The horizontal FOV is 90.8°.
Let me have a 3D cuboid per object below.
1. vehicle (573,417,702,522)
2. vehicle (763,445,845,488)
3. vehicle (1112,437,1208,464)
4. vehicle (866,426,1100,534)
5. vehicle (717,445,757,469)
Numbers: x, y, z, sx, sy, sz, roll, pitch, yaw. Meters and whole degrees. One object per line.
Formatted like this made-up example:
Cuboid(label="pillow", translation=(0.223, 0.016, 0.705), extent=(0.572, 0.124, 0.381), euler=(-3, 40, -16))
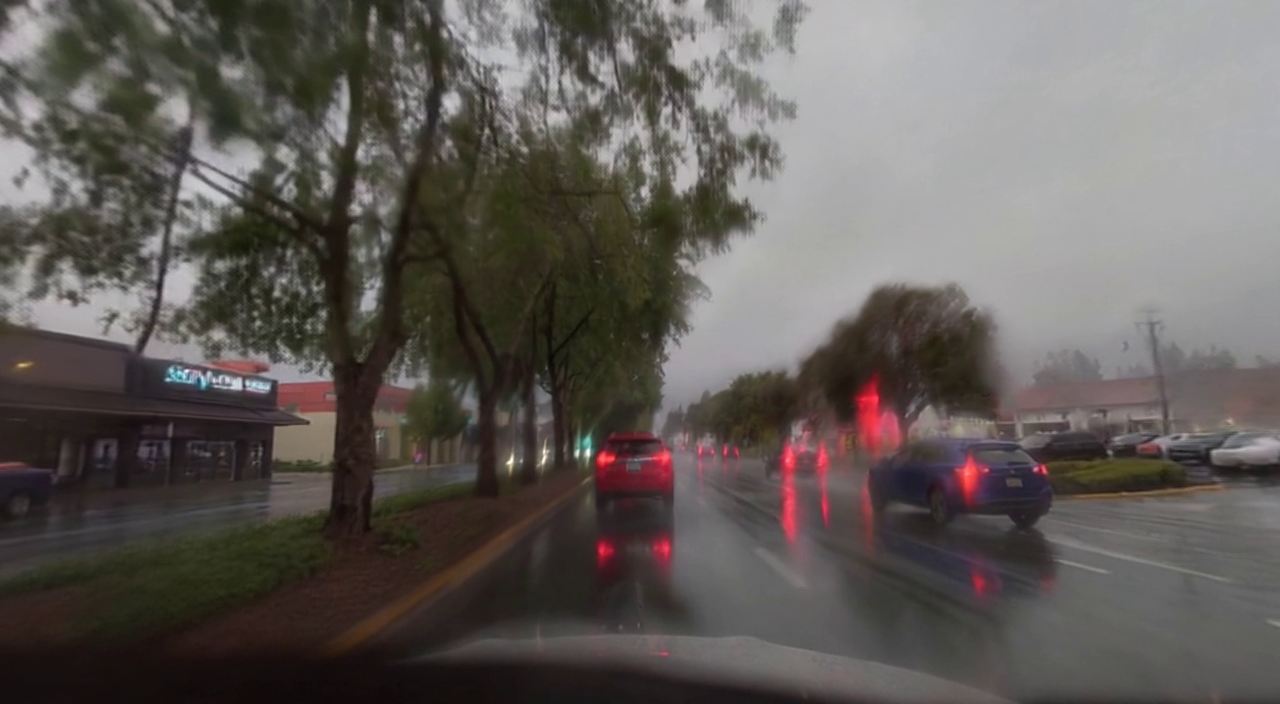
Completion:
Cuboid(label="vehicle", translation=(-0.054, 2.447, 13.612), extent=(2.320, 1.880, 4.192), euler=(0, -9, 0))
Cuboid(label="vehicle", translation=(6.461, 4.530, 25.450), extent=(2.035, 1.553, 4.465), euler=(0, -9, -1))
Cuboid(label="vehicle", translation=(33.235, 6.327, 40.569), extent=(1.959, 1.580, 4.873), euler=(0, -9, 0))
Cuboid(label="vehicle", translation=(6.300, 2.388, 12.374), extent=(2.056, 1.703, 4.428), euler=(0, -9, 0))
Cuboid(label="vehicle", translation=(6.535, 7.105, 43.004), extent=(1.914, 1.523, 4.287), euler=(0, -9, -2))
